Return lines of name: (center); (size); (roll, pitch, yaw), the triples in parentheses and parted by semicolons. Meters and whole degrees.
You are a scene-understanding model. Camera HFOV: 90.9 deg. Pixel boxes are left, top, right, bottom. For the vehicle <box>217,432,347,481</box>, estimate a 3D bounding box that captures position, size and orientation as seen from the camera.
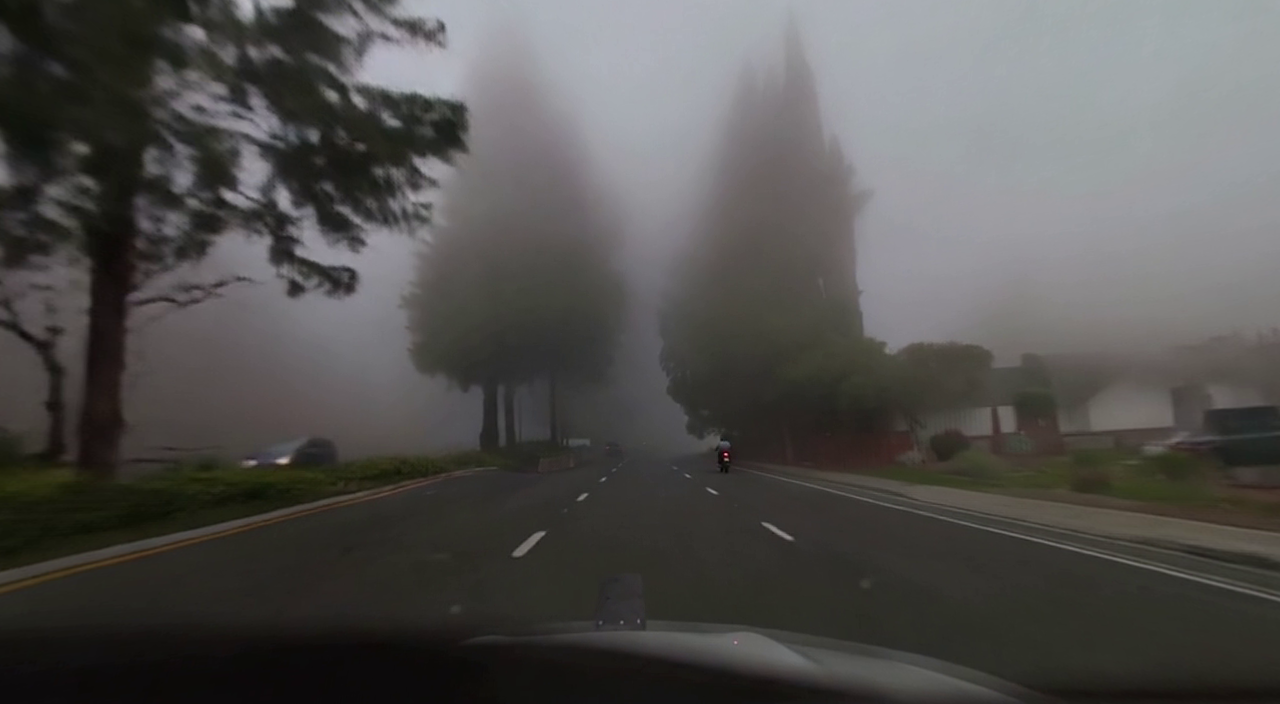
vehicle: (-13.639, 3.997, 24.492); (2.000, 1.662, 5.340); (-1, -8, -1)
